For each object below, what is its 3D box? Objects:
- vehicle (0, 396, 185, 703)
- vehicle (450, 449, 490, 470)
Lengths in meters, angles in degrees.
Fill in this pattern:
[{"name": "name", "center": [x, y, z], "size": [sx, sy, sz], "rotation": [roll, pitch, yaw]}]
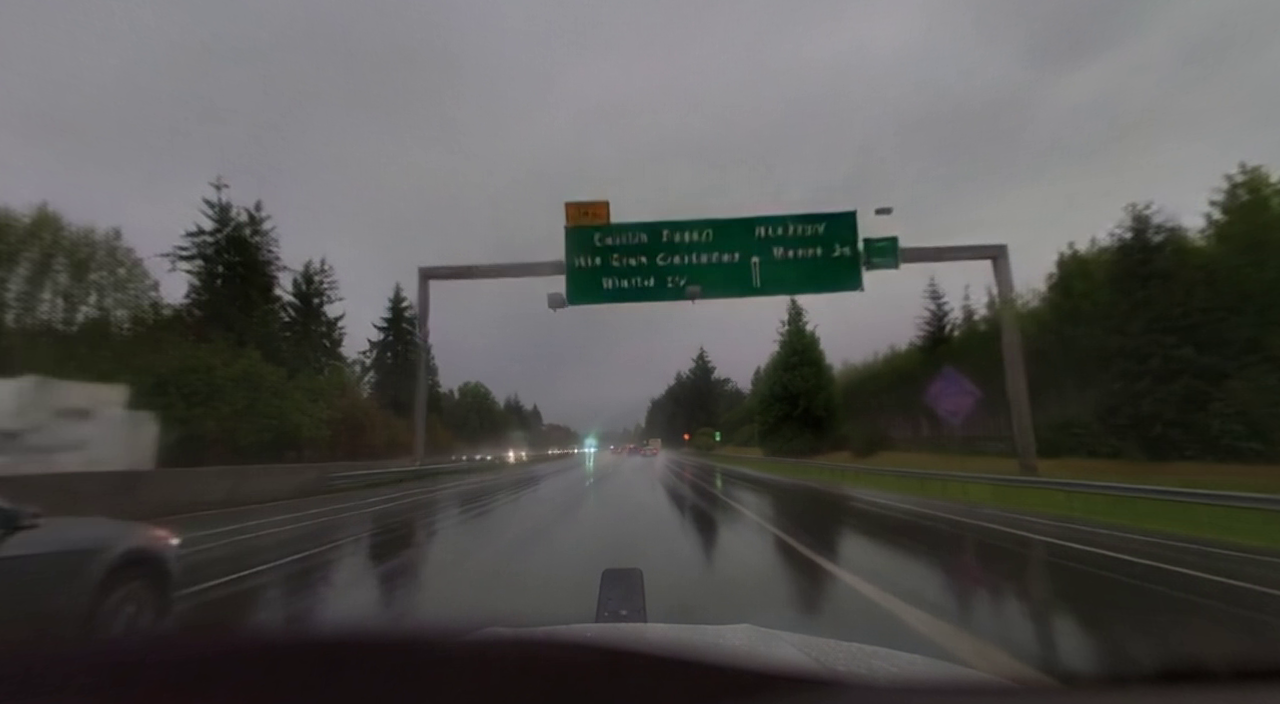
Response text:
[{"name": "vehicle", "center": [-4.144, 0.865, 2.223], "size": [1.936, 1.545, 4.116], "rotation": [0, -9, 1]}, {"name": "vehicle", "center": [-12.215, 7.698, 45.398], "size": [1.778, 1.450, 3.841], "rotation": [0, -9, 1]}]
